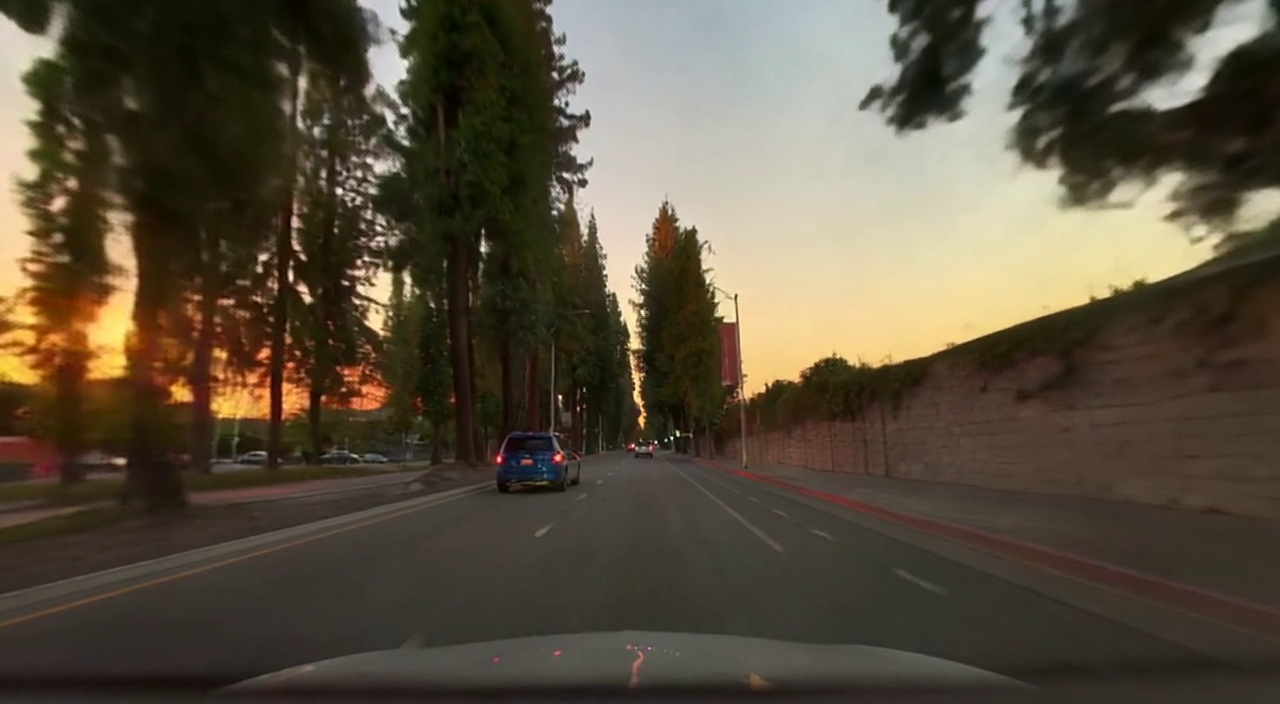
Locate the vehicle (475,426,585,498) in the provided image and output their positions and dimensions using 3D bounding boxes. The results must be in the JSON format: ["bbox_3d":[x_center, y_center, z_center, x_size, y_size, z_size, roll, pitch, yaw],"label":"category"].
[{"bbox_3d":[-3.041,3.175,18.567,2.281,1.837,4.845,0,-8,1],"label":"vehicle"}]
